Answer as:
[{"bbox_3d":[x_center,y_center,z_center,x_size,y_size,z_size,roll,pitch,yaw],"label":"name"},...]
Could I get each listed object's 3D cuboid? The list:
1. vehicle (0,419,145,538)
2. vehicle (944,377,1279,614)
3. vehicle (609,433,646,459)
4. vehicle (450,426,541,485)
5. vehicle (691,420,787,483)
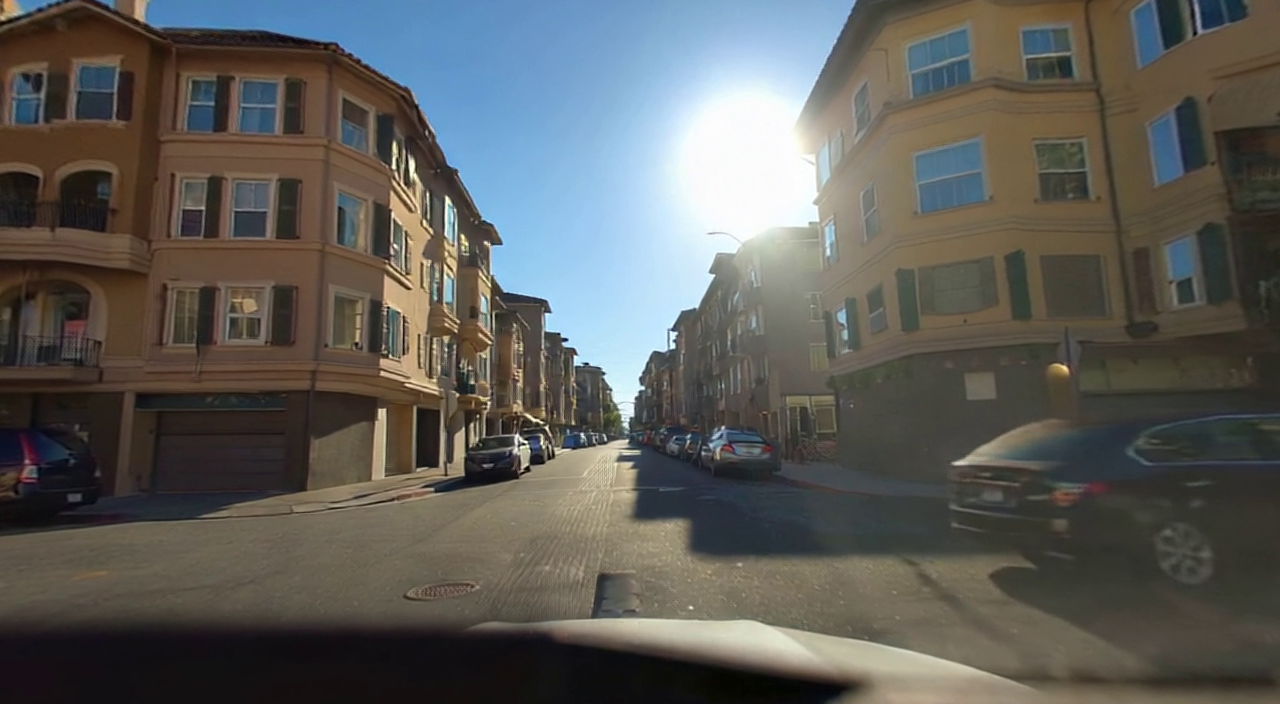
[{"bbox_3d":[-10.875,1.883,9.723,4.679,1.631,2.025,0,-8,-1],"label":"vehicle"},{"bbox_3d":[5.406,1.119,5.548,4.469,1.566,1.993,1,-8,-8],"label":"vehicle"},{"bbox_3d":[-0.794,6.367,42.751,2.341,1.675,4.360,0,-8,0],"label":"vehicle"},{"bbox_3d":[-3.940,2.858,17.729,1.882,1.459,3.518,0,-8,-3],"label":"vehicle"},{"bbox_3d":[2.605,2.712,17.503,1.868,1.544,3.869,0,-8,-2],"label":"vehicle"}]
